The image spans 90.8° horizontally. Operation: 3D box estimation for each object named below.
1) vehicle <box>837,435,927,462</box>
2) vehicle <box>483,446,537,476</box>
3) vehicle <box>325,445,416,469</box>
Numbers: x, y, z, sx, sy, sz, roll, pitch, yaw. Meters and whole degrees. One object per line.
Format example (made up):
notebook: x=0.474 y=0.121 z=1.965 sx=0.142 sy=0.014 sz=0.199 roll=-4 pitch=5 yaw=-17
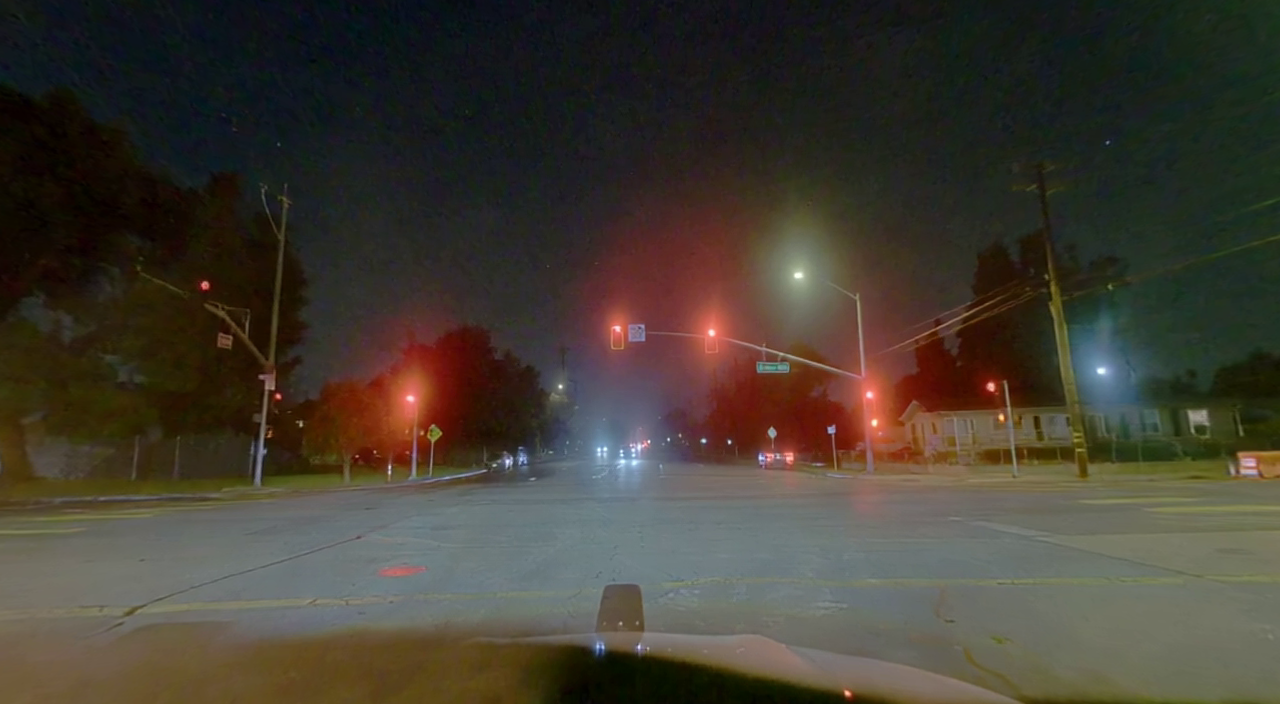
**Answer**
vehicle: x=15.380 y=6.172 z=40.327 sx=4.892 sy=1.656 sz=1.856 roll=0 pitch=-8 yaw=0
vehicle: x=-6.598 y=5.543 z=32.411 sx=1.881 sy=1.452 sz=4.121 roll=0 pitch=-8 yaw=0
vehicle: x=-16.388 y=6.384 z=38.610 sx=4.713 sy=1.409 sz=1.918 roll=0 pitch=-8 yaw=-2
